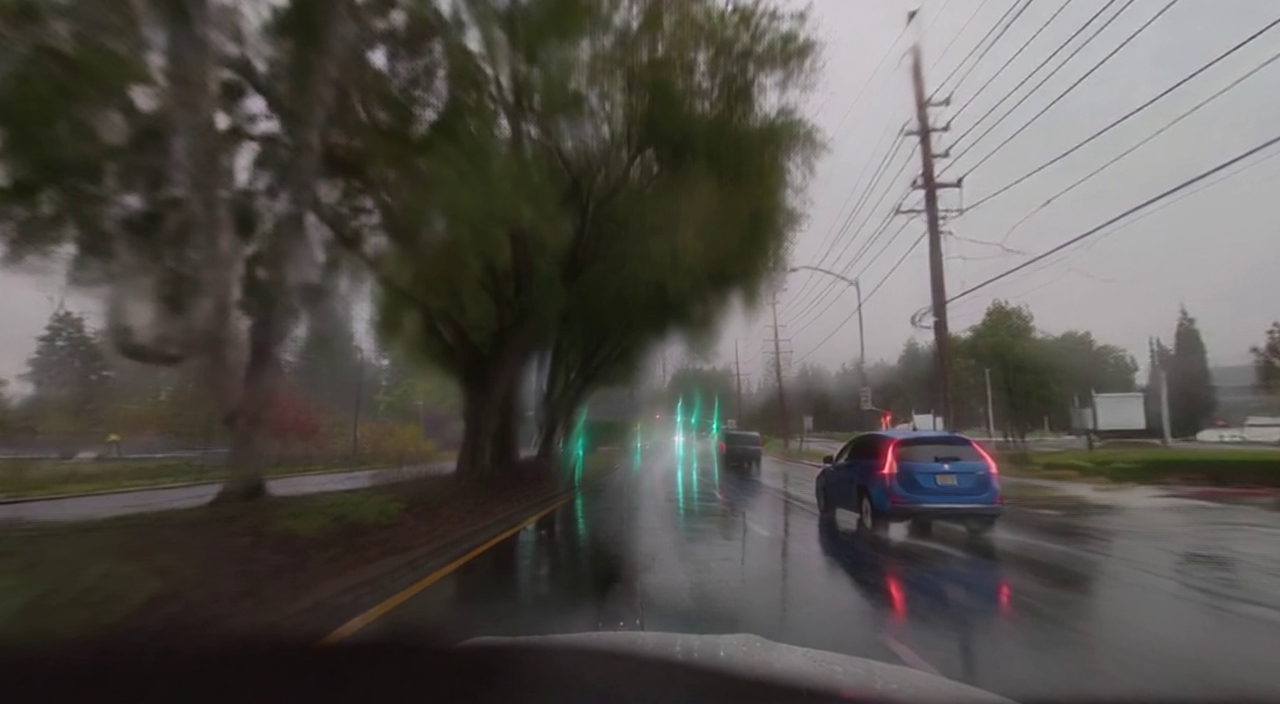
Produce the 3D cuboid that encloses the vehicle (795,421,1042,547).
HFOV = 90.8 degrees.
[{"bbox_3d":[3.931,1.933,9.890,1.881,1.512,4.294,0,-9,0],"label":"vehicle"}]

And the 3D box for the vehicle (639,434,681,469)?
[{"bbox_3d":[1.106,5.521,35.125,2.163,1.746,4.073,-1,-9,2],"label":"vehicle"}]

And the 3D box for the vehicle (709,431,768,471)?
[{"bbox_3d":[4.881,5.001,32.117,2.254,1.840,4.918,-1,-9,1],"label":"vehicle"}]
